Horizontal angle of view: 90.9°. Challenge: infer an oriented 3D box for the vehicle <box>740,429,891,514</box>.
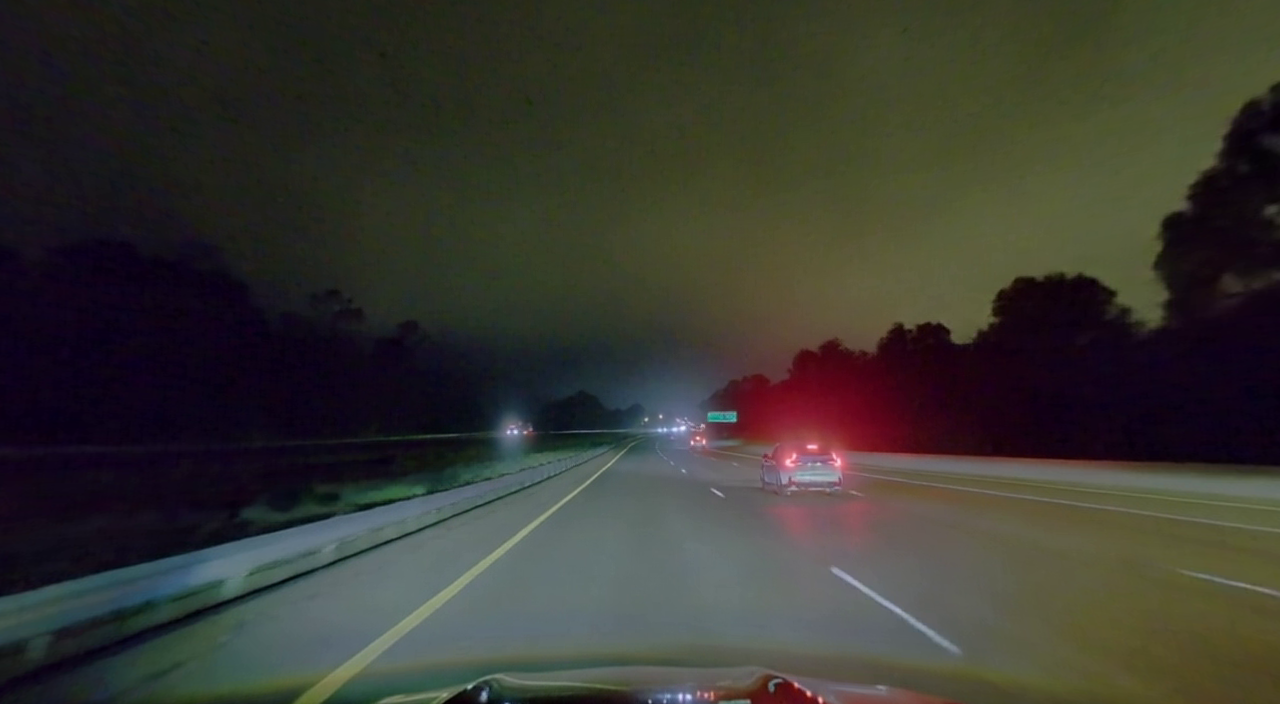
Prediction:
[{"bbox_3d":[3.617,2.550,13.988,2.050,1.546,4.344,0,-8,-1],"label":"vehicle"}]
